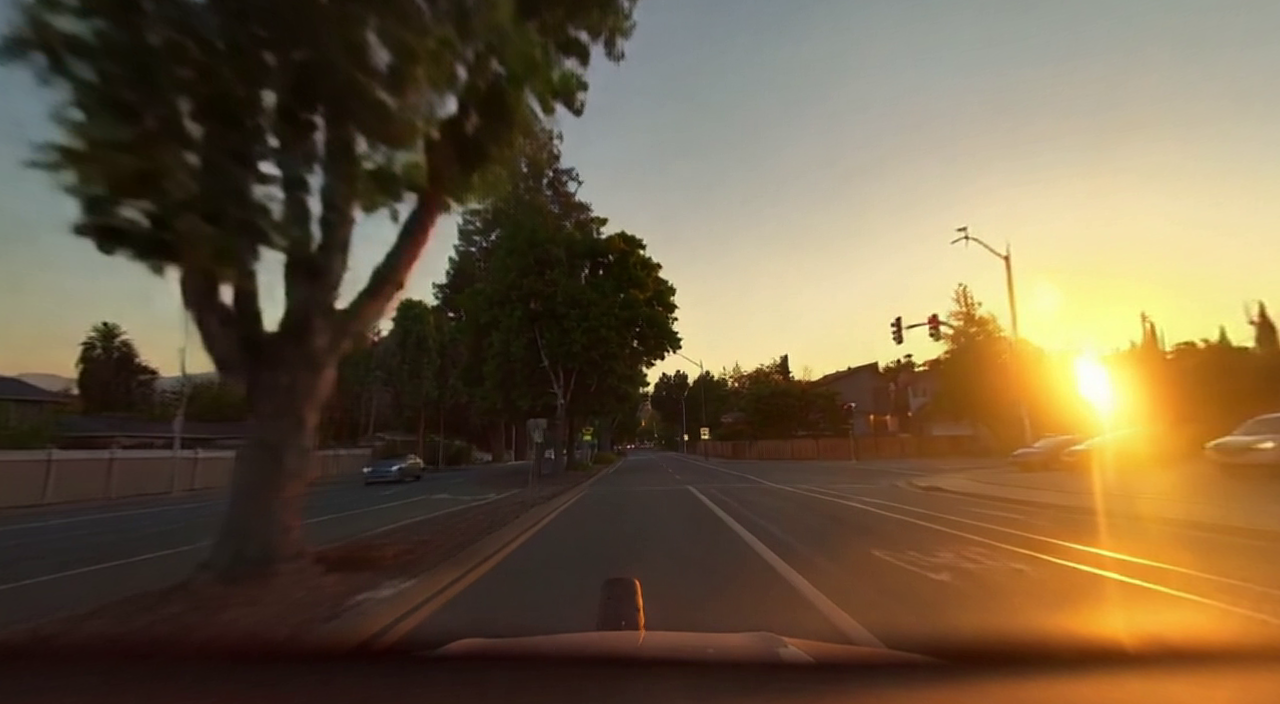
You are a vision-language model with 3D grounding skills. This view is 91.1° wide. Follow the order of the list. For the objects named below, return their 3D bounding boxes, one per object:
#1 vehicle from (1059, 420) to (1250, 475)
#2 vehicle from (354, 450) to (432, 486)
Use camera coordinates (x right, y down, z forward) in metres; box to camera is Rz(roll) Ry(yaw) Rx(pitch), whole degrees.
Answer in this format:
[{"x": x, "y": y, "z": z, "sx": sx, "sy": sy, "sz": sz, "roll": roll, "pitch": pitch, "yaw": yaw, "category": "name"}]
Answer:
[{"x": 17.588, "y": 3.275, "z": 21.622, "sx": 4.868, "sy": 1.768, "sz": 2.030, "roll": 0, "pitch": -8, "yaw": -4, "category": "vehicle"}, {"x": -12.590, "y": 5.919, "z": 32.389, "sx": 2.007, "sy": 1.655, "sz": 4.649, "roll": 0, "pitch": -8, "yaw": 2, "category": "vehicle"}]
